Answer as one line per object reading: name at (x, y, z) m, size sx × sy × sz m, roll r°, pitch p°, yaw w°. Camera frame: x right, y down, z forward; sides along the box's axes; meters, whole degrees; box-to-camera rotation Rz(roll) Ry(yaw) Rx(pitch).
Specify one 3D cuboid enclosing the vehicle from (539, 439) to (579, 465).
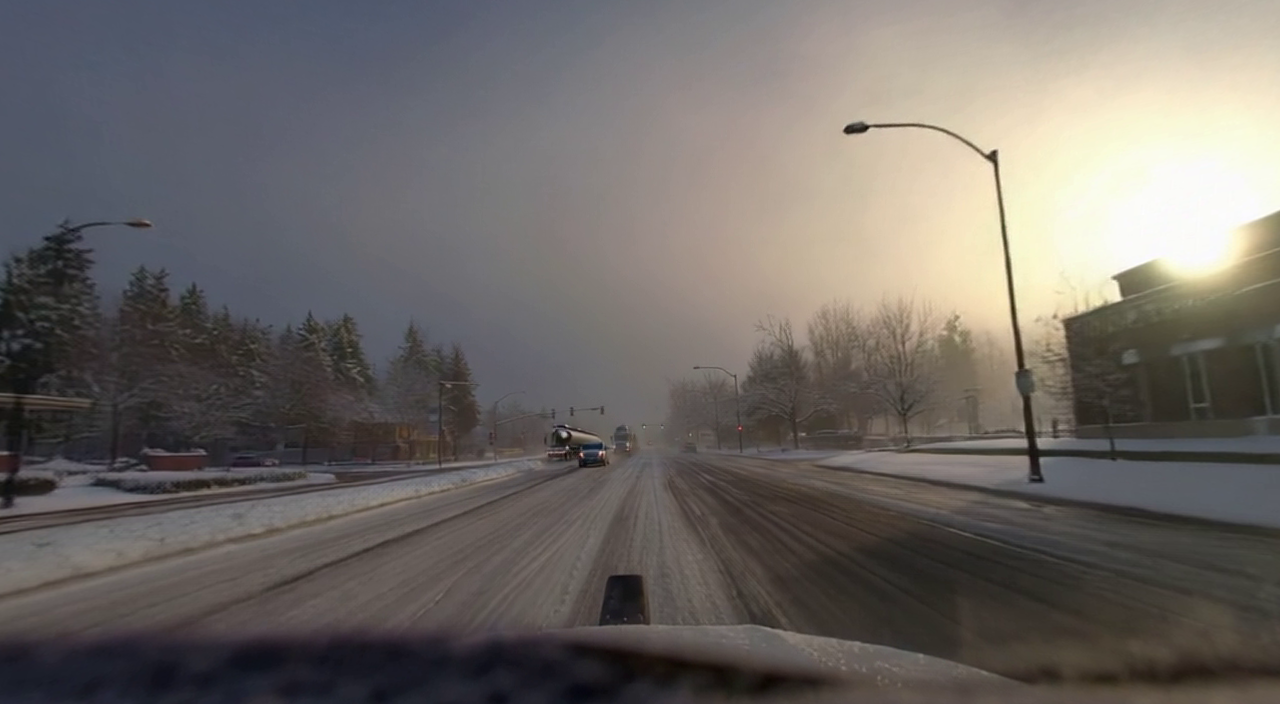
vehicle at (-5.730, 7.117, 45.130) m, size 2.179 × 1.750 × 4.621 m, roll 0°, pitch -8°, yaw 0°
